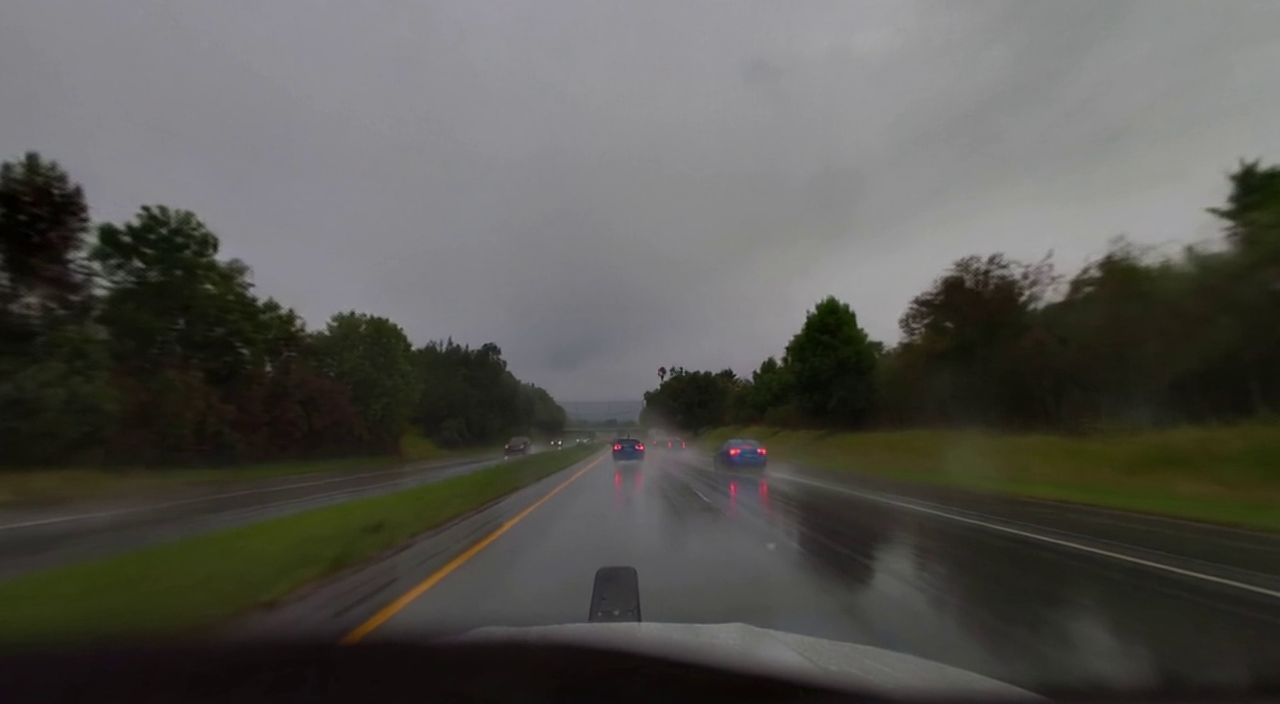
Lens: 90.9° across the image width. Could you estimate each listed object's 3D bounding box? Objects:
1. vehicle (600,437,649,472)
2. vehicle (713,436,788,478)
[{"bbox_3d":[-0.695,4.716,29.318,2.143,1.466,3.693,0,-8,-1],"label":"vehicle"},{"bbox_3d":[4.288,4.126,25.231,2.066,1.526,4.216,0,-8,-3],"label":"vehicle"}]
